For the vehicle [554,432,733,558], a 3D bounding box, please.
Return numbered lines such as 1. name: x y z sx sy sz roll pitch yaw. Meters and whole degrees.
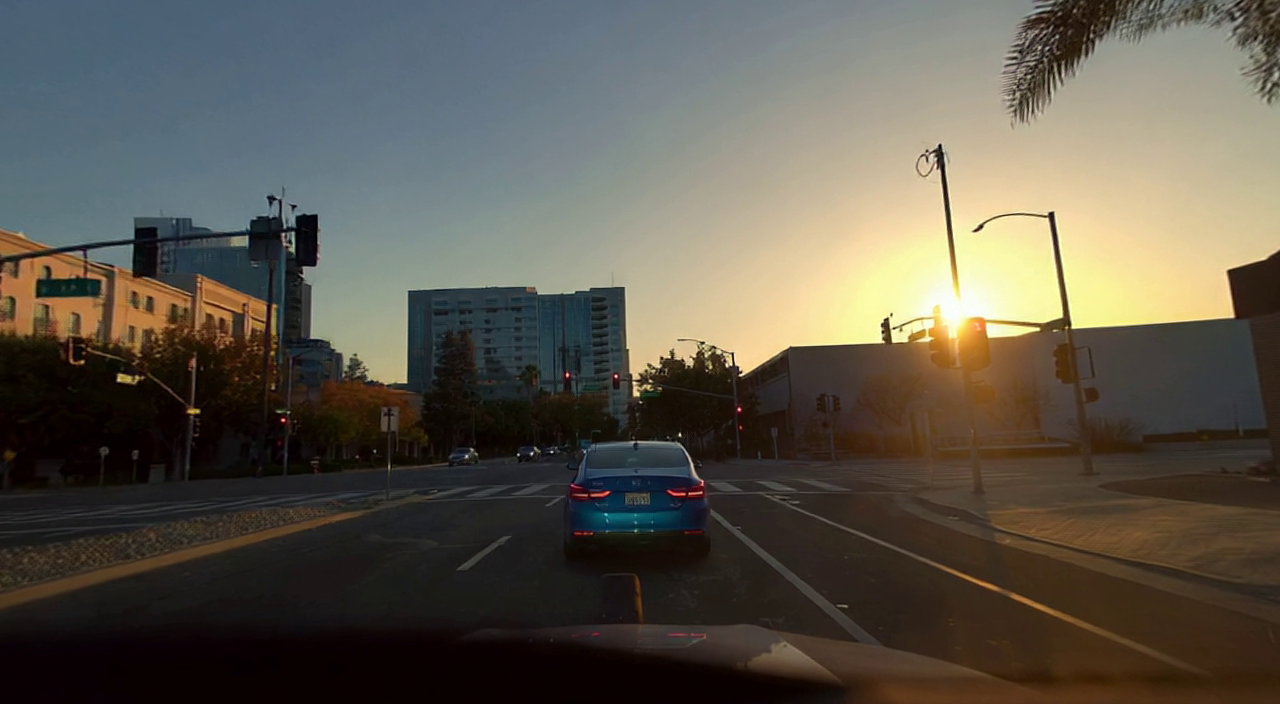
1. vehicle: 0.008 1.993 9.511 2.107 1.470 3.974 0 -9 -1
